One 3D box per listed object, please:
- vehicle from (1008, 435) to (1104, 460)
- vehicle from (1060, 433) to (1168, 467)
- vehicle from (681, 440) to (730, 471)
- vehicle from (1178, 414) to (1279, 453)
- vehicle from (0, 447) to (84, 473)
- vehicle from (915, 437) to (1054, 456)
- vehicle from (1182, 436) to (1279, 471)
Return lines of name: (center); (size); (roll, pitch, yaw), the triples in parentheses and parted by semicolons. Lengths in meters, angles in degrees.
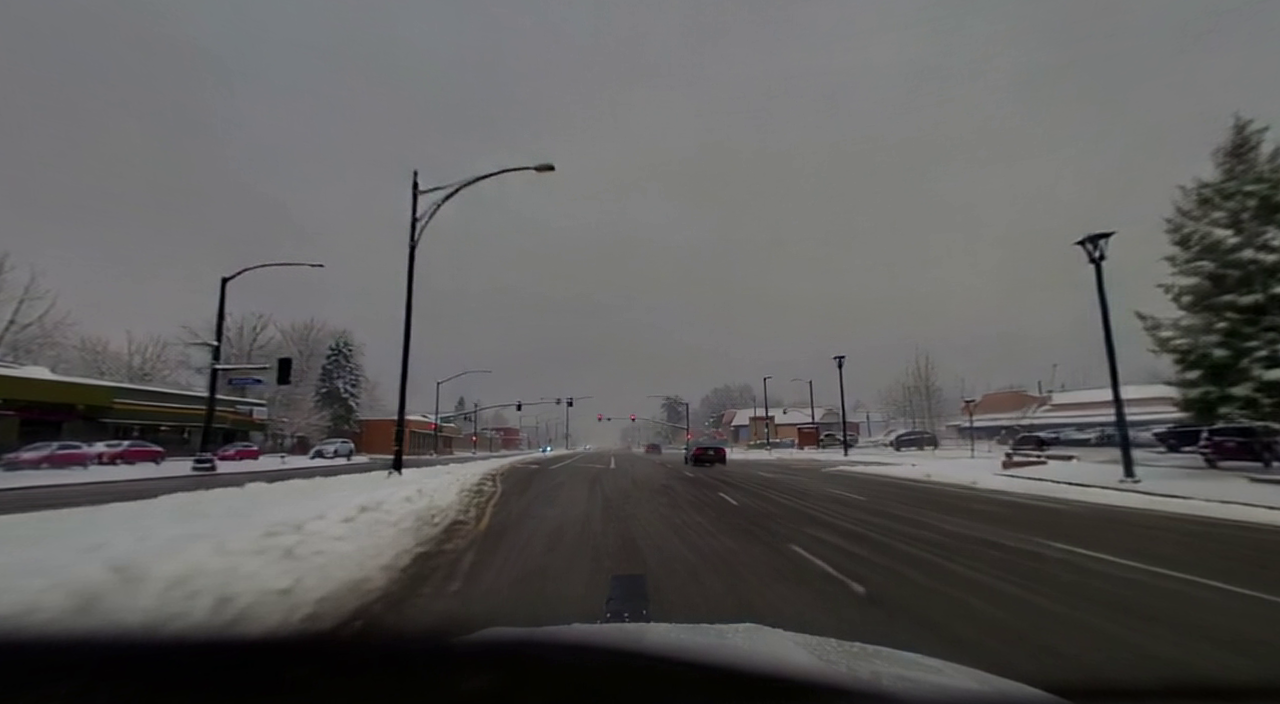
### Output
vehicle: (26.113, 5.990, 39.674); (4.726, 1.515, 1.914); (0, -9, -3)
vehicle: (25.897, 5.330, 34.483); (4.544, 1.474, 1.772); (-3, -7, -5)
vehicle: (3.422, 5.540, 33.826); (2.038, 1.528, 4.259); (0, -8, -2)
vehicle: (38.132, 5.076, 38.875); (2.372, 2.254, 6.893); (5, -10, -30)
vehicle: (-35.826, 6.385, 37.552); (1.684, 1.432, 4.140); (0, -8, -2)
vehicle: (25.550, 7.135, 47.752); (2.870, 1.165, 10.713); (-1, -8, -12)
vehicle: (26.185, 4.282, 26.690); (4.691, 1.436, 1.988); (1, -9, -4)
